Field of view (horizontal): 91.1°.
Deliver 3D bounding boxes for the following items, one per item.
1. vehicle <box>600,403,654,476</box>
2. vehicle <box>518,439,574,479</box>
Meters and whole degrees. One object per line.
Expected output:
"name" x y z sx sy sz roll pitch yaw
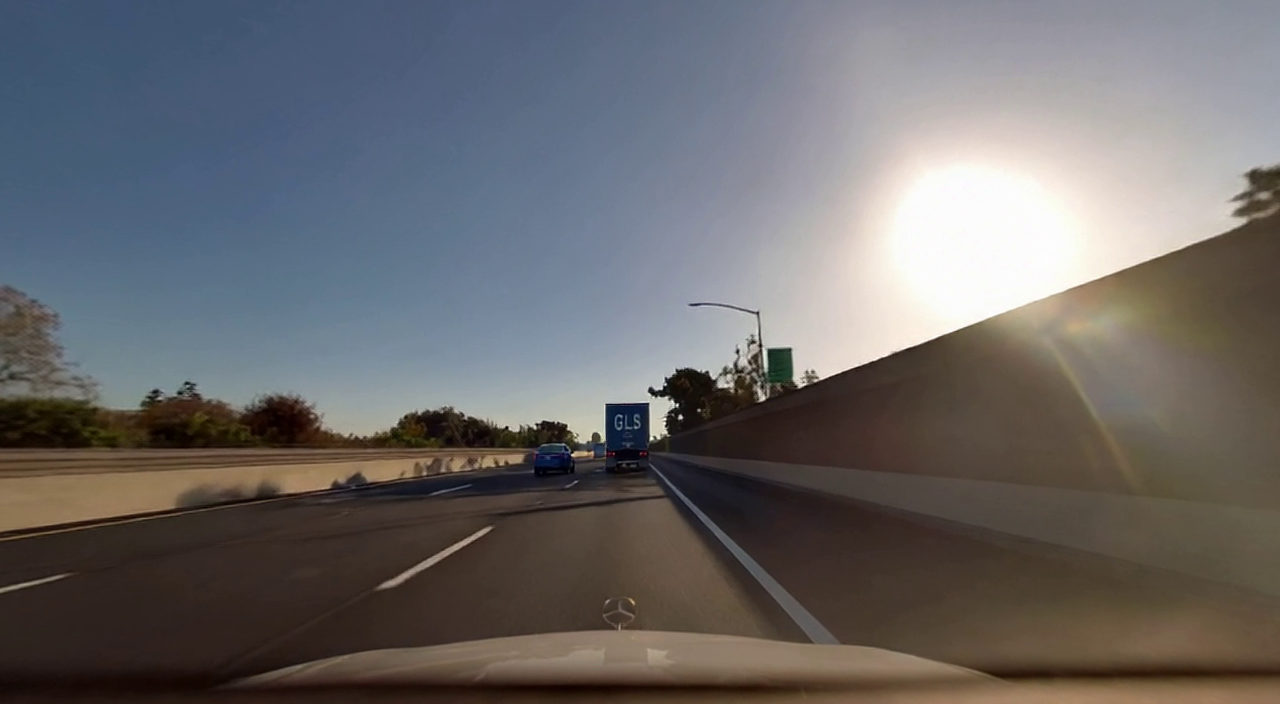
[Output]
"vehicle" -0.822 5.554 39.437 2.923 4.007 9.760 0 -9 -1
"vehicle" -4.891 5.694 33.601 2.226 1.935 5.130 0 -9 0
